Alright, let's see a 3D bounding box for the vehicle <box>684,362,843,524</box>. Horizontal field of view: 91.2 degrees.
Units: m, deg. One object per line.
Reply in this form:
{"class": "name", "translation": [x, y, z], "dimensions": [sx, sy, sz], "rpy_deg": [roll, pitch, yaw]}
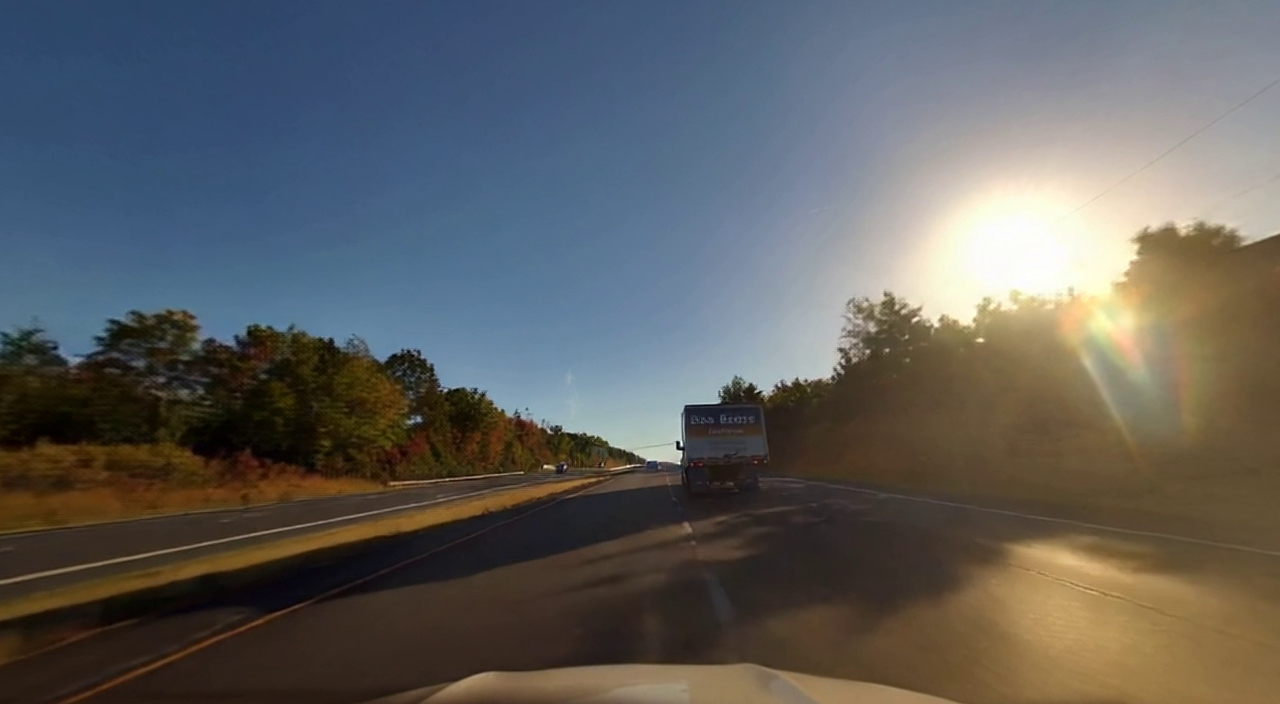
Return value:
{"class": "vehicle", "translation": [3.709, 3.630, 24.598], "dimensions": [3.537, 4.071, 17.399], "rpy_deg": [-1, -9, 3]}
